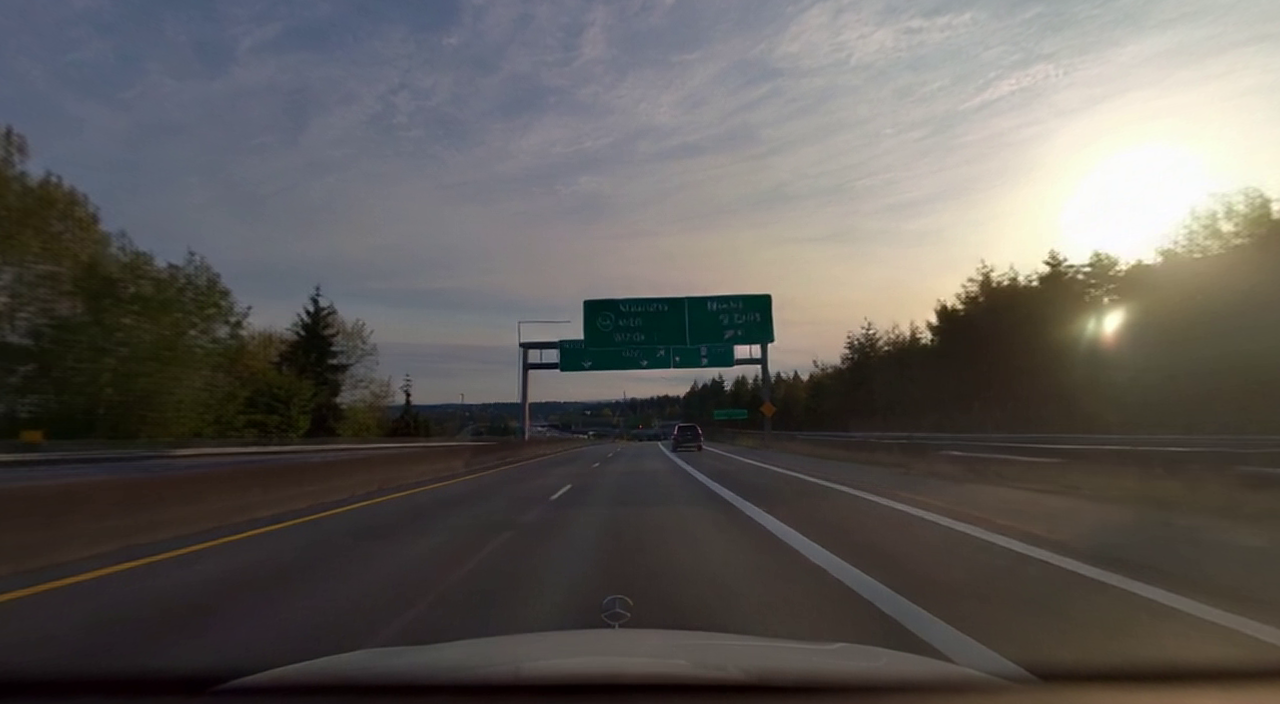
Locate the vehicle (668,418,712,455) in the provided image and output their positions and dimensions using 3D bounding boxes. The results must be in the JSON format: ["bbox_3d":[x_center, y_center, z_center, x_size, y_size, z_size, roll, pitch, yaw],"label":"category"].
[{"bbox_3d":[3.271,5.701,42.487,2.450,2.314,4.753,0,-8,-1],"label":"vehicle"}]
